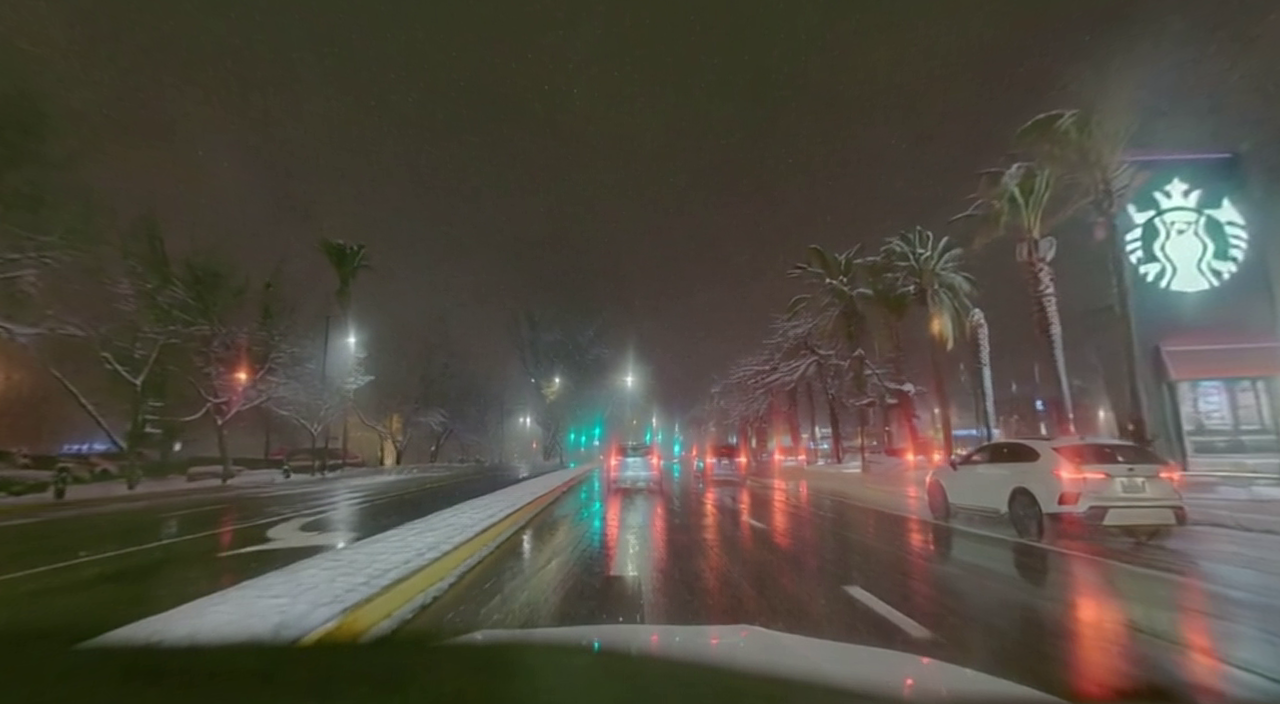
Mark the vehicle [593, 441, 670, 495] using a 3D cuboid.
[{"bbox_3d":[-0.266,3.493,19.469,2.110,1.487,3.873,0,-8,-1],"label":"vehicle"}]

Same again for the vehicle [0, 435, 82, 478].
[{"bbox_3d":[-31.281,5.172,31.234,5.230,1.986,2.250,0,-10,3],"label":"vehicle"}]

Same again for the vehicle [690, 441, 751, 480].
[{"bbox_3d":[3.378,4.648,27.376,1.892,1.532,4.177,0,-8,-3],"label":"vehicle"}]

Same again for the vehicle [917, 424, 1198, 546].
[{"bbox_3d":[6.707,2.138,10.861,1.940,1.674,4.085,0,-8,-1],"label":"vehicle"}]

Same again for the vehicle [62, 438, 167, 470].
[{"bbox_3d":[-32.029,6.201,38.582,4.660,1.876,2.016,-1,-8,3],"label":"vehicle"}]
